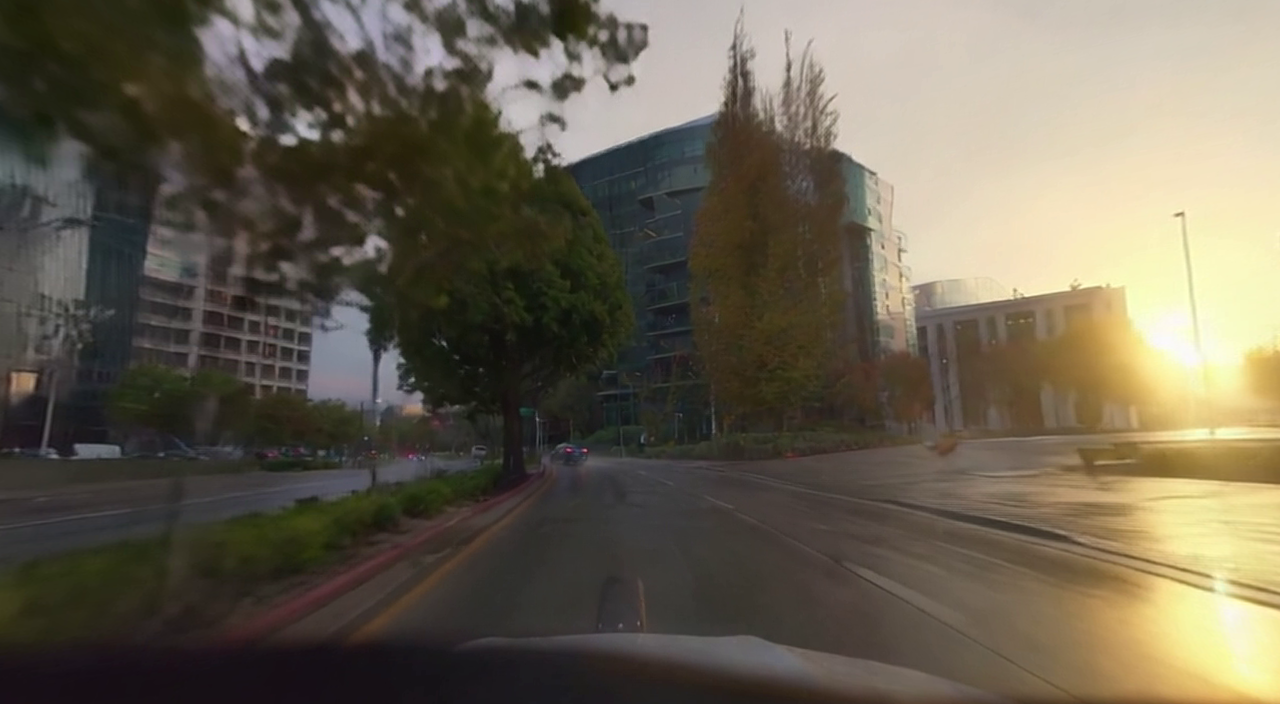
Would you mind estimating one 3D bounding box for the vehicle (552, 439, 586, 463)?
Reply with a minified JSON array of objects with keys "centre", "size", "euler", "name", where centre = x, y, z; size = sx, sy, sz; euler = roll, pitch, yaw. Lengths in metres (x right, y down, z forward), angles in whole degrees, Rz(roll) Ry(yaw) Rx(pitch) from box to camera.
[{"centre":[-5.660,7.793,49.885],"size":[2.129,1.816,4.851],"euler":[2,-8,-13],"name":"vehicle"}]
